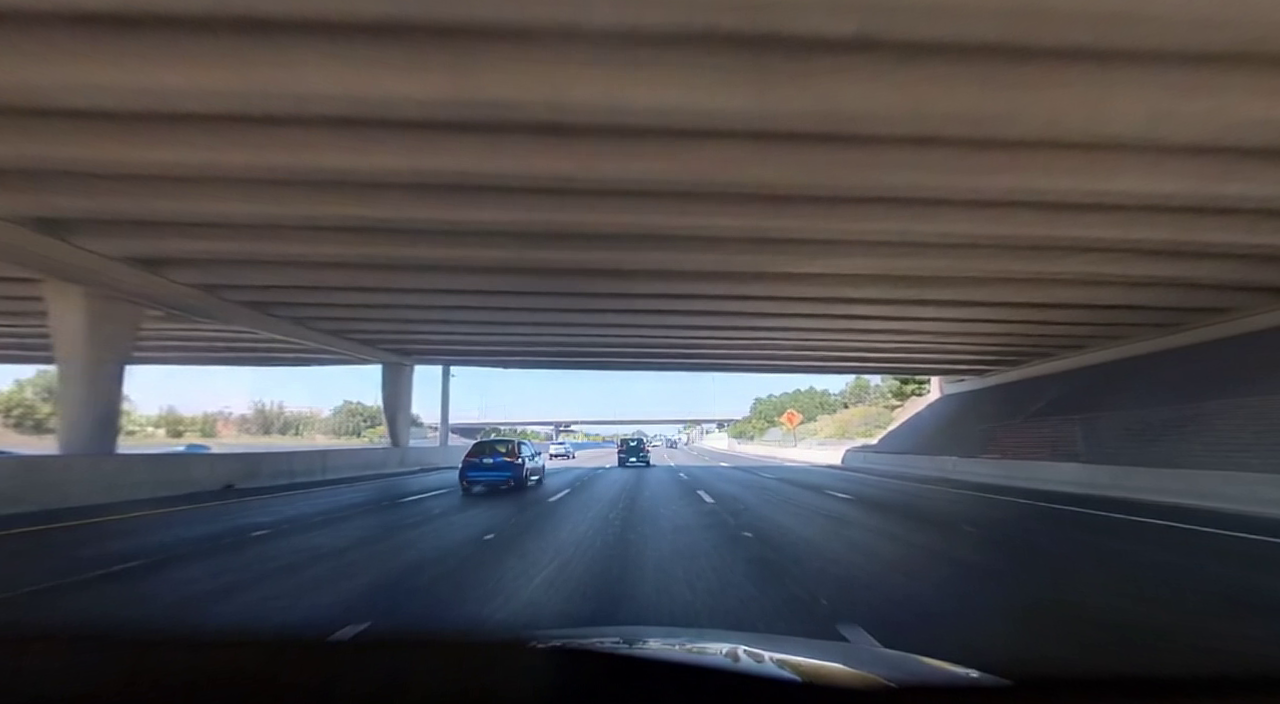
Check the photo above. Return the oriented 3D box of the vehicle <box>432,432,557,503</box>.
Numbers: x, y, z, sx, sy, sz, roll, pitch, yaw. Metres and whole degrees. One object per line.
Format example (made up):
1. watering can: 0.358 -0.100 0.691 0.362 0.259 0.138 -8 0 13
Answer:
1. vehicle: -3.642 2.988 16.688 2.124 1.607 4.531 0 -9 1

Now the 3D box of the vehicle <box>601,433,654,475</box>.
1. vehicle: -0.489 4.440 27.441 2.155 1.690 4.318 0 -9 0
